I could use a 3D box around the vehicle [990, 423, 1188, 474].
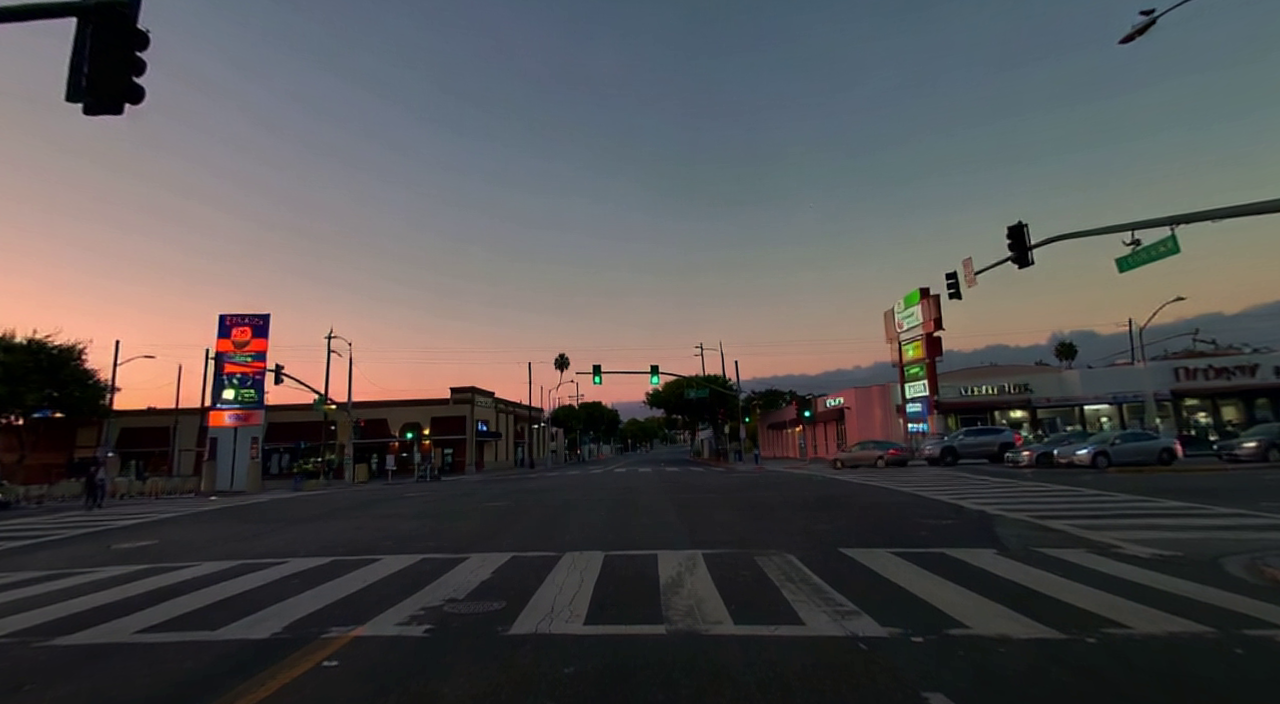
[{"bbox_3d":[14.372,3.153,20.613,4.835,1.487,1.913,-4,-9,20],"label":"vehicle"}]

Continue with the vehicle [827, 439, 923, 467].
[{"bbox_3d":[12.921,5.542,34.726,4.728,1.468,2.083,-4,-9,25],"label":"vehicle"}]

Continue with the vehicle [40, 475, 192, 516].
[{"bbox_3d":[-21.141,5.794,25.609,4.676,1.463,1.909,-1,-8,6],"label":"vehicle"}]

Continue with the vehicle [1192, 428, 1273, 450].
[{"bbox_3d":[42.068,6.192,44.868,4.347,1.446,1.777,1,-9,-10],"label":"vehicle"}]

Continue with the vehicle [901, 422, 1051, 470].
[{"bbox_3d":[13.028,3.726,24.926,4.916,1.730,1.986,-4,-9,21],"label":"vehicle"}]
